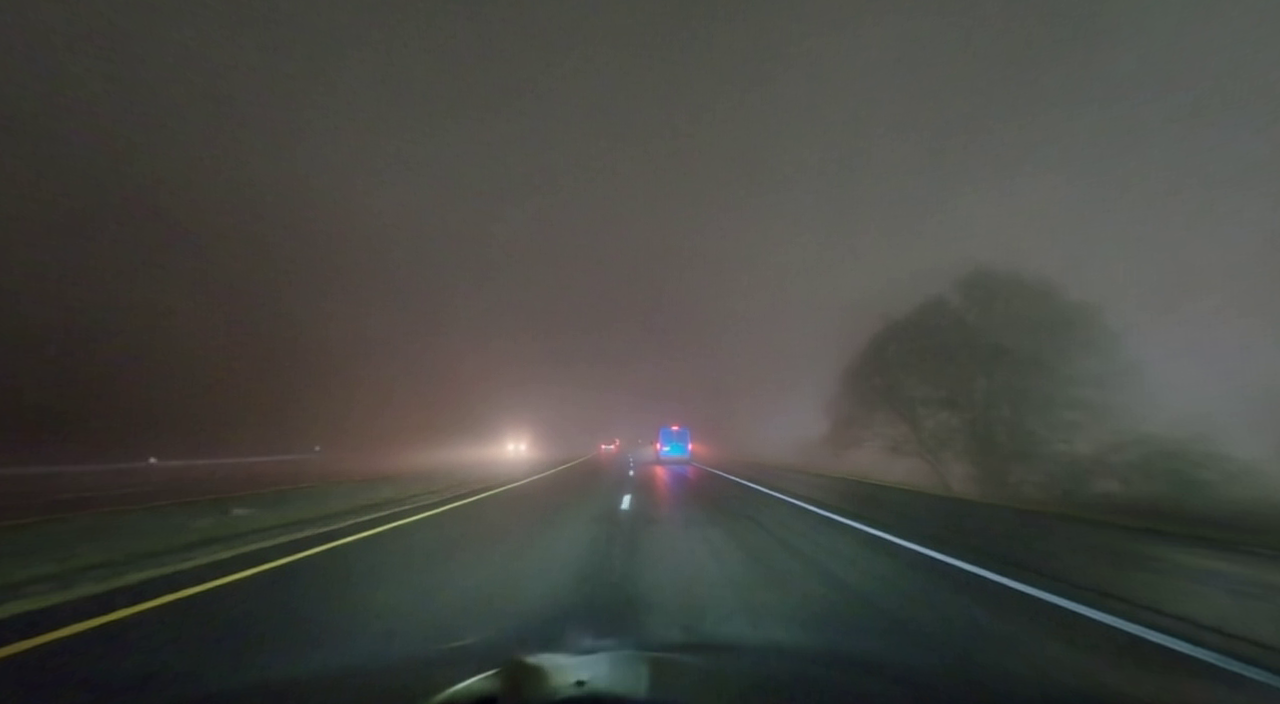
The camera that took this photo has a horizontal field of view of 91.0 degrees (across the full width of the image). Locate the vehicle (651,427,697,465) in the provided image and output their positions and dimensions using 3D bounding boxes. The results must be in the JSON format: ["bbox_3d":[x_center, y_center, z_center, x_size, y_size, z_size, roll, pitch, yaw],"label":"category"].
[{"bbox_3d":[1.939,5.587,37.479,2.269,2.048,4.679,0,-8,-2],"label":"vehicle"}]
